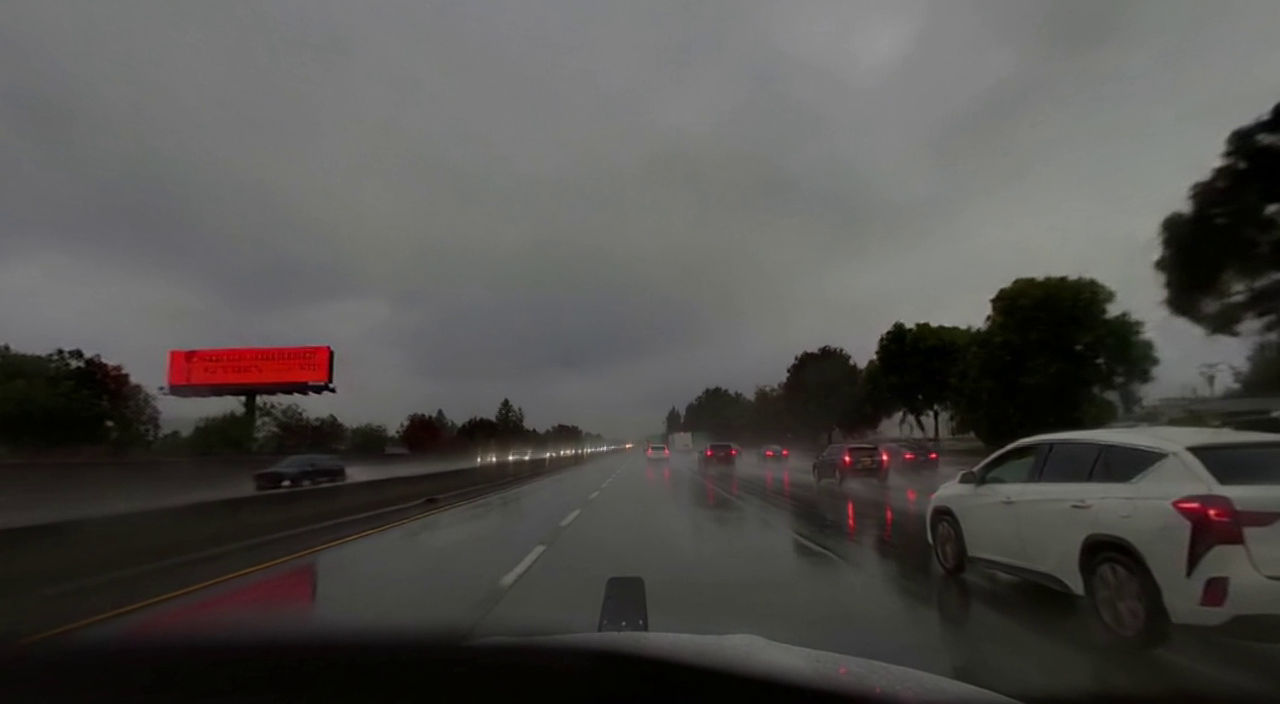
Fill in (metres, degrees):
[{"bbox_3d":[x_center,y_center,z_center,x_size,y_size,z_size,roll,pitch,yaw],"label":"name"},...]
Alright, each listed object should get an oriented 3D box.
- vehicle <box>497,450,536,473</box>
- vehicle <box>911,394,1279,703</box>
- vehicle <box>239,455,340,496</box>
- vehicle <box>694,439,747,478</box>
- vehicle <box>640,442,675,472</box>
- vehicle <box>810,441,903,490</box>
[{"bbox_3d":[-9.288,8.258,47.879,1.912,1.610,4.646,-1,-8,1],"label":"vehicle"},{"bbox_3d":[3.919,1.230,4.482,1.989,1.609,4.355,0,-8,-1],"label":"vehicle"},{"bbox_3d":[-16.492,5.796,30.037,2.158,1.692,4.521,-1,-8,1],"label":"vehicle"},{"bbox_3d":[4.129,5.551,33.221,2.075,1.845,4.667,0,-8,-1],"label":"vehicle"},{"bbox_3d":[1.115,6.787,41.115,2.145,1.832,4.004,-1,-8,1],"label":"vehicle"},{"bbox_3d":[7.643,4.028,22.734,1.807,1.558,4.352,0,-8,0],"label":"vehicle"}]
